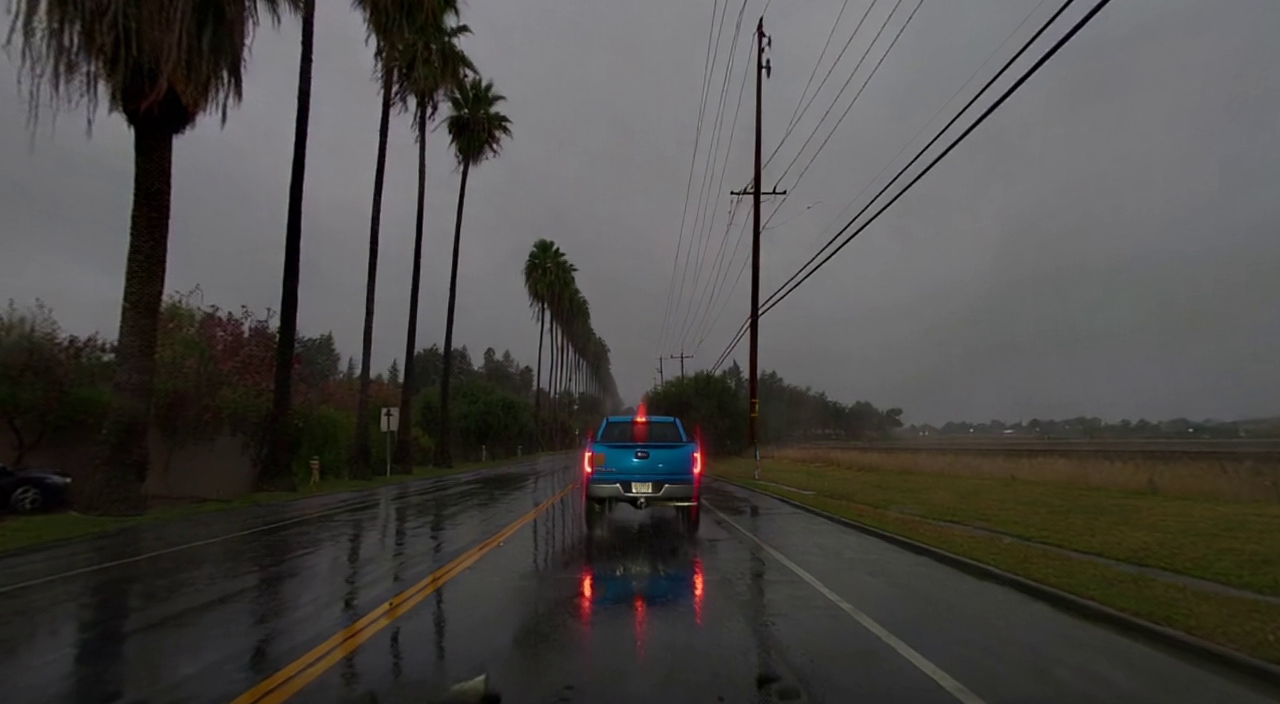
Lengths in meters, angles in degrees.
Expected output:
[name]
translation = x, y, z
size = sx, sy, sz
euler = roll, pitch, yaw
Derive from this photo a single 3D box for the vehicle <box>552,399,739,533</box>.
[vehicle]
translation = 0.044, 2.154, 12.494
size = 2.803, 2.005, 5.885
euler = 0, -8, -1
